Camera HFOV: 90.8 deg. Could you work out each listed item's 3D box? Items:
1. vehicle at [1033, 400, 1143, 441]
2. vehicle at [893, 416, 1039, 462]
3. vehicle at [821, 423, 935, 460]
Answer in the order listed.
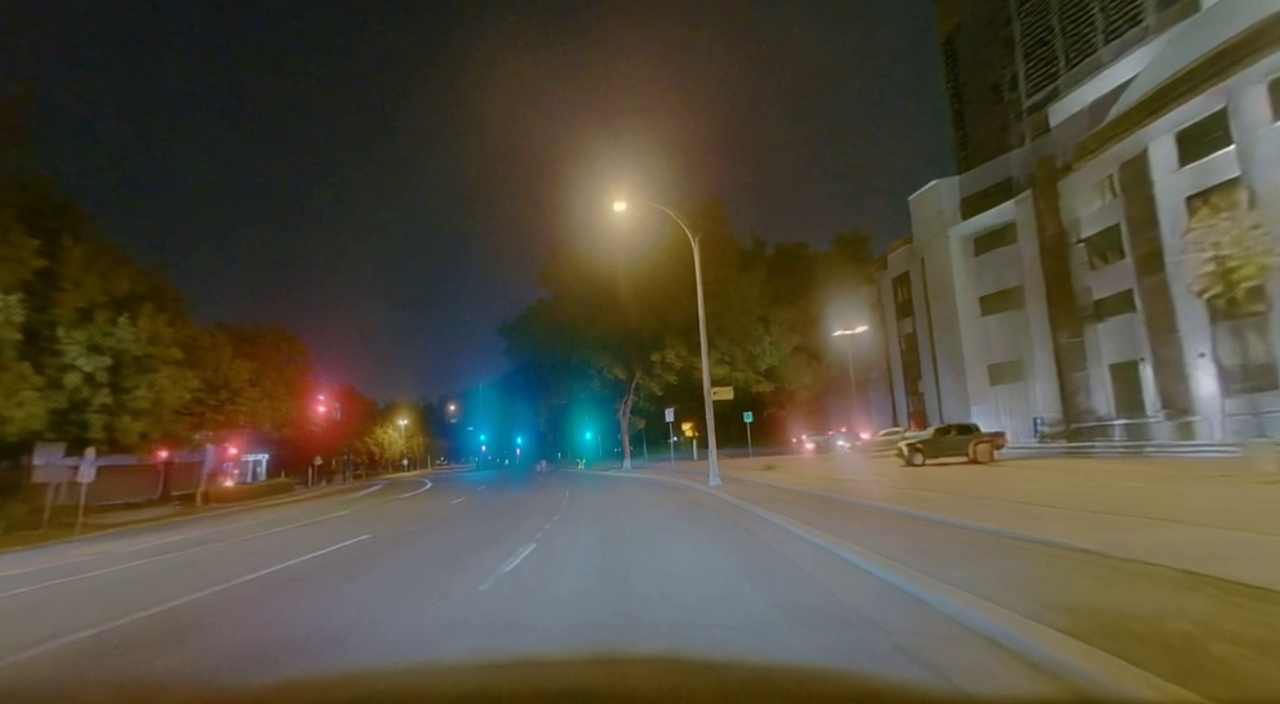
[{"bbox_3d":[31.240,4.813,44.203,5.870,1.998,2.092,-14,-9,39],"label":"vehicle"},{"bbox_3d":[11.960,3.238,23.342,4.332,1.581,2.028,2,-9,-10],"label":"vehicle"},{"bbox_3d":[10.733,4.094,28.641,4.400,1.584,1.964,2,-9,-12],"label":"vehicle"}]
